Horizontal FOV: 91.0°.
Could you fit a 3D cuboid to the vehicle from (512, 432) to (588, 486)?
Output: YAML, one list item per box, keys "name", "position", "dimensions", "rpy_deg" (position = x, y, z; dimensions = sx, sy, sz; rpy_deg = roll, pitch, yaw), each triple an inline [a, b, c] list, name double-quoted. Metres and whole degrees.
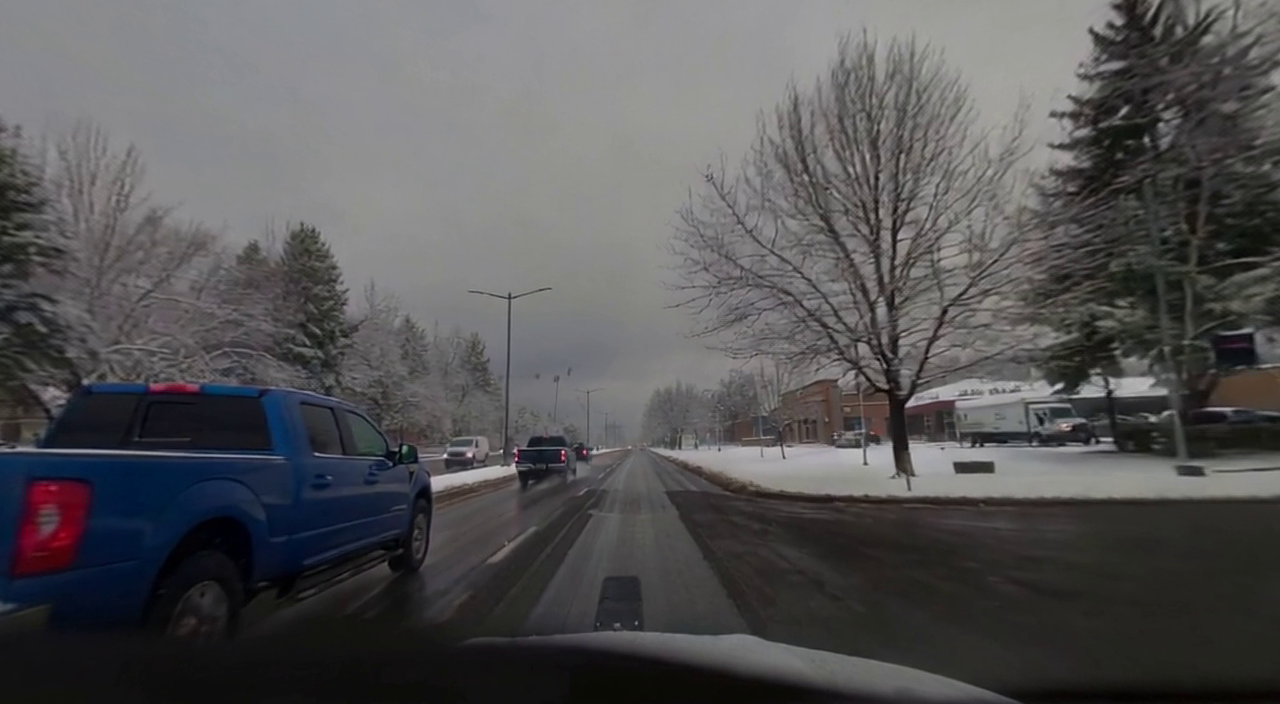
- name: "vehicle"
  position: [-3.251, 3.984, 23.873]
  dimensions: [2.065, 1.790, 5.417]
  rpy_deg: [0, -8, 0]

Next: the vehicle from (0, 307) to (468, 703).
- name: "vehicle"
  position: [-3.196, 1.115, 4.712]
  dimensions: [2.277, 1.801, 5.250]
  rpy_deg: [0, -8, 1]

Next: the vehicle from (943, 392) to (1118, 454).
- name: "vehicle"
  position: [26.139, 5.095, 43.721]
  dimensions: [2.948, 3.576, 13.937]
  rpy_deg: [1, -8, -2]

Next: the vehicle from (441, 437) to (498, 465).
- name: "vehicle"
  position: [-11.315, 6.629, 42.254]
  dimensions: [2.266, 1.756, 5.406]
  rpy_deg: [0, -8, 1]
